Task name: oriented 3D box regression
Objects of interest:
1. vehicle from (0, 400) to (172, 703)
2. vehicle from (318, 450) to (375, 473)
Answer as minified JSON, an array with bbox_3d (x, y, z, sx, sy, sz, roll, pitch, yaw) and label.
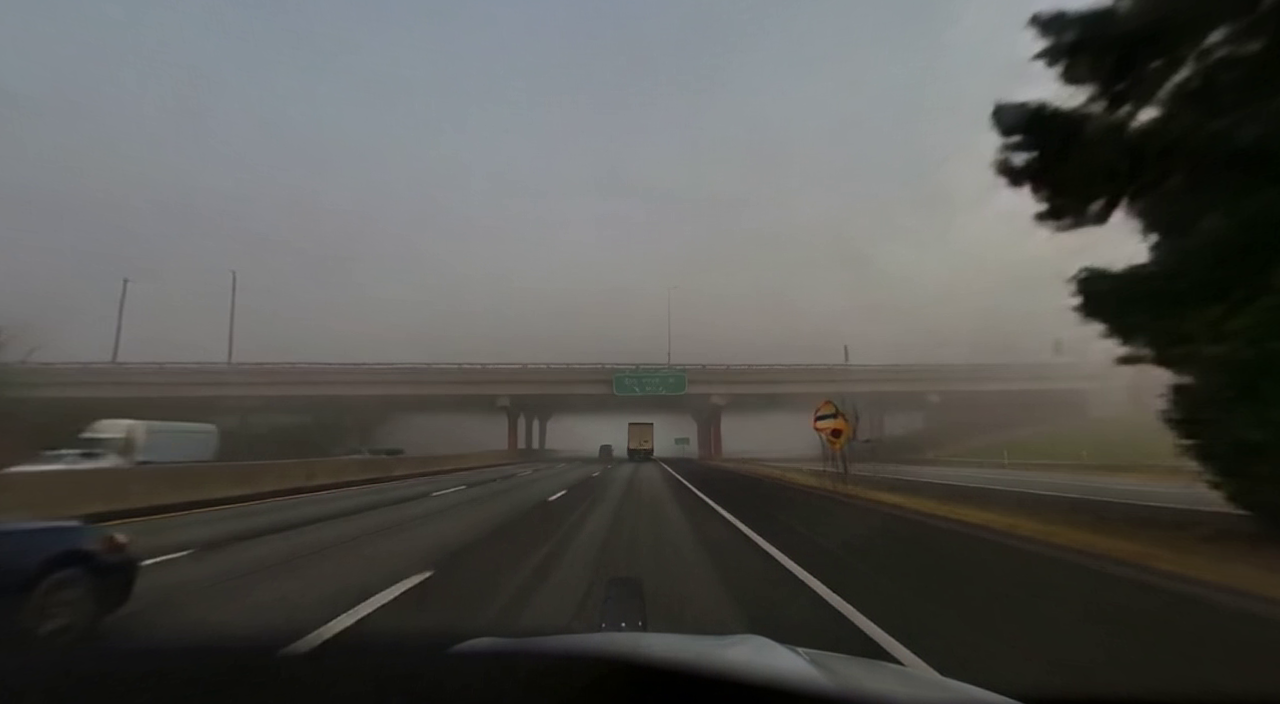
[{"bbox_3d":[-4.402,0.831,1.786,2.235,1.593,5.077,0,-9,0],"label":"vehicle"},{"bbox_3d":[-20.045,7.475,43.193,1.969,1.433,4.024,0,-9,0],"label":"vehicle"}]
